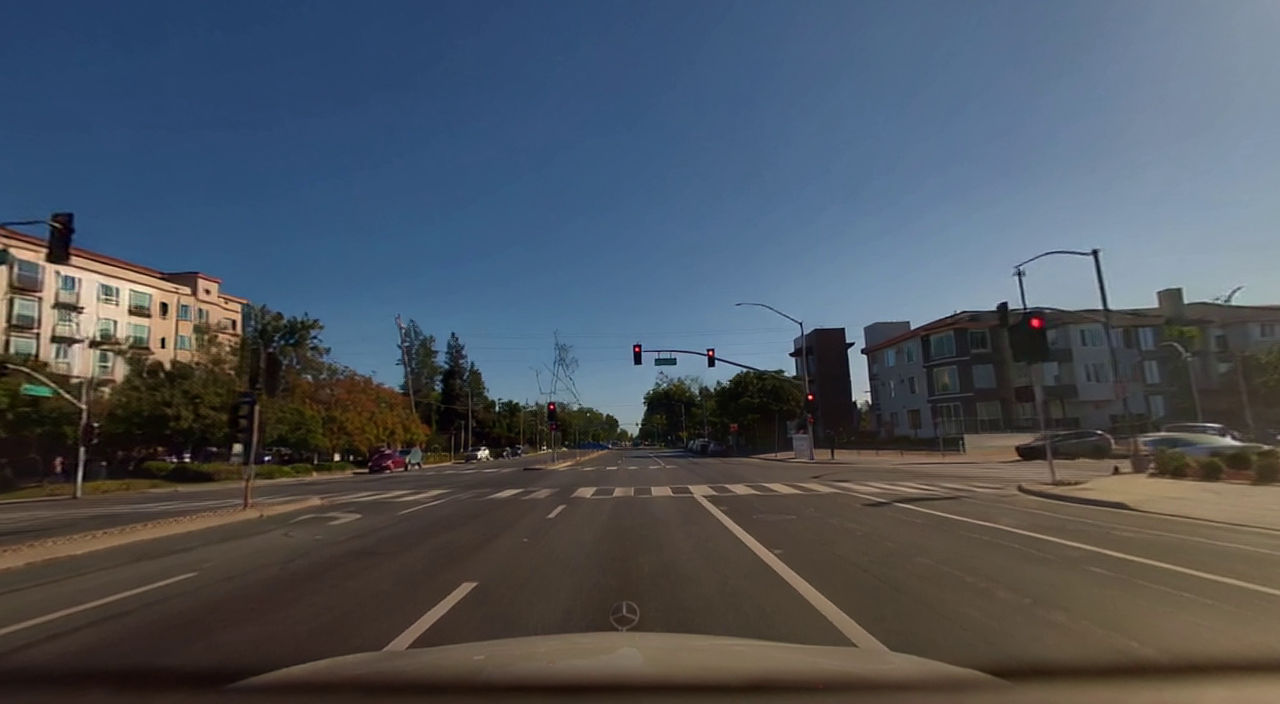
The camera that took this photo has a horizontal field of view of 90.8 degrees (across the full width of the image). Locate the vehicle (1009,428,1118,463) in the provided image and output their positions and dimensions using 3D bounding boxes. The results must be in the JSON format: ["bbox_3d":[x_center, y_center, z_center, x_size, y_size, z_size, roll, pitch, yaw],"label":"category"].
[{"bbox_3d":[22.057,4.879,33.032,4.323,1.746,1.872,0,-8,-3],"label":"vehicle"}]

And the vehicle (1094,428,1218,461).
[{"bbox_3d":[27.301,4.901,33.510,4.910,1.644,2.032,0,-8,-4],"label":"vehicle"}]

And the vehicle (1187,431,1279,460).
[{"bbox_3d":[32.696,4.969,33.777,4.664,1.358,1.997,-4,-8,11],"label":"vehicle"}]
